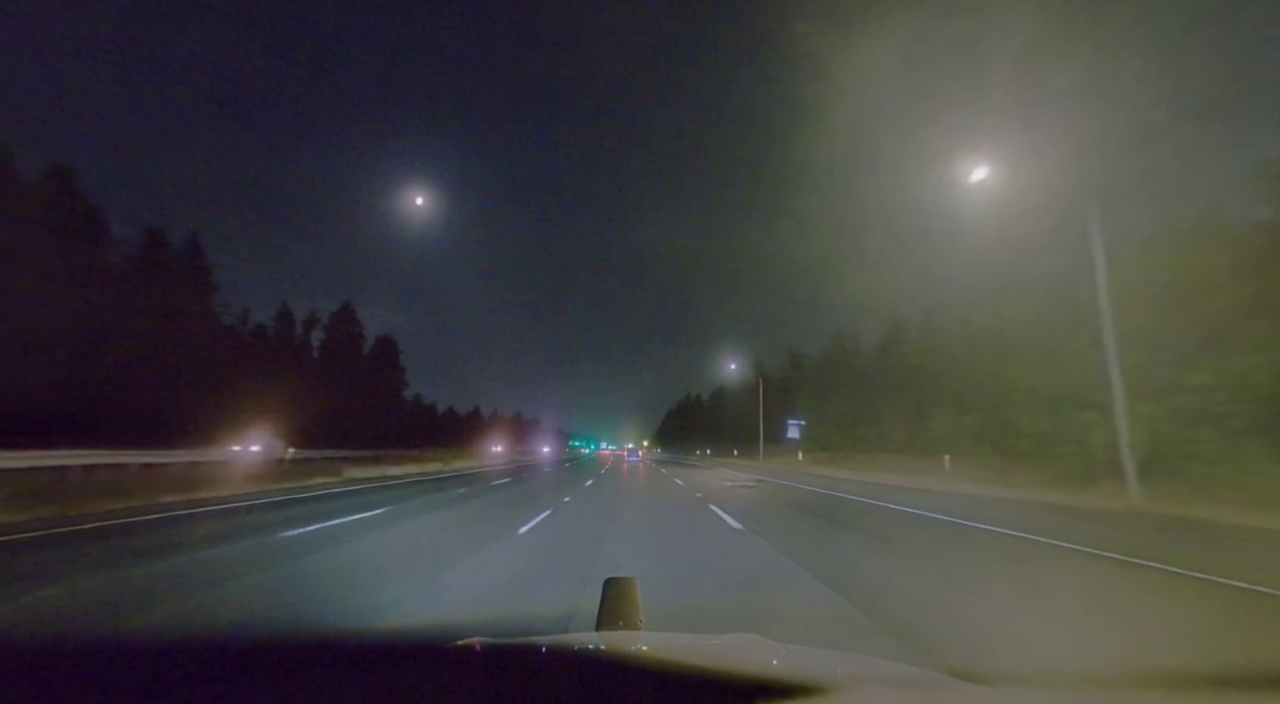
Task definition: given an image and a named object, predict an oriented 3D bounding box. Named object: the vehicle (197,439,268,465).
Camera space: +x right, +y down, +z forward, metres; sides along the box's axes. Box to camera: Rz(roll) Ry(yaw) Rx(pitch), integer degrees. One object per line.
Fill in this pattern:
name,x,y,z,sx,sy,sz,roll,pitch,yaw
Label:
vehicle,-25.066,6.170,38.936,1.786,1.465,3.860,0,-9,-1
